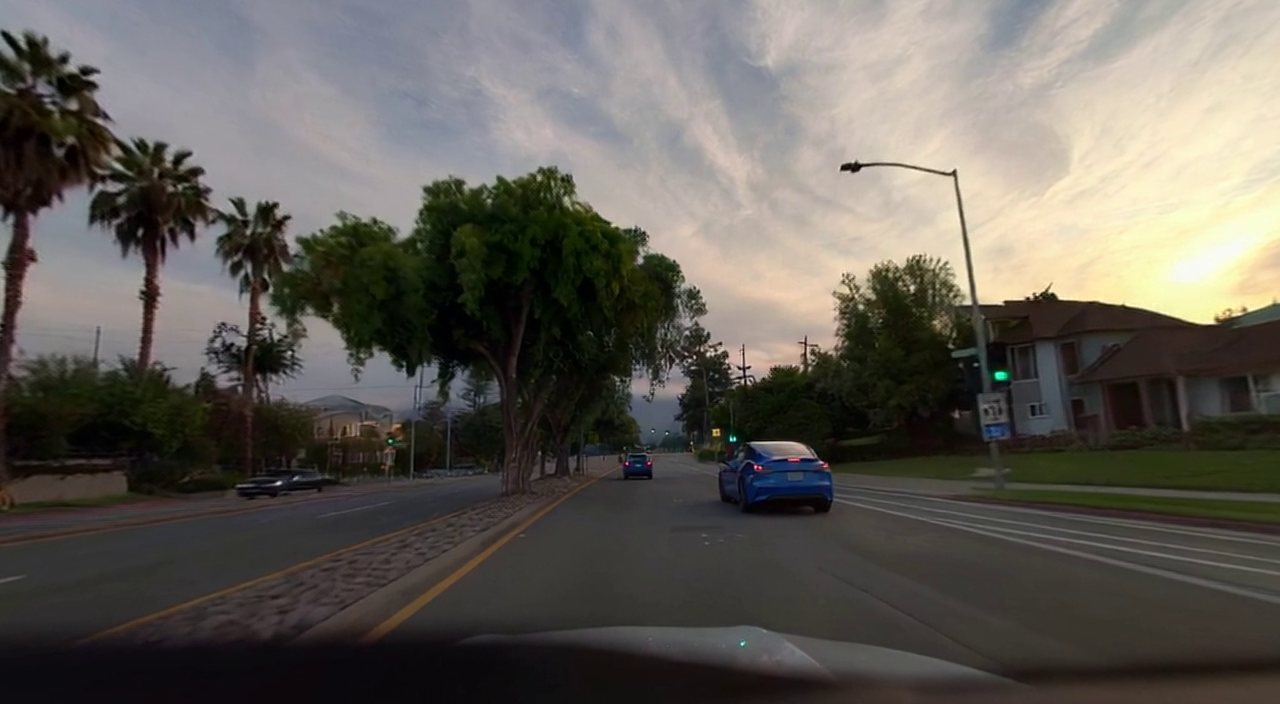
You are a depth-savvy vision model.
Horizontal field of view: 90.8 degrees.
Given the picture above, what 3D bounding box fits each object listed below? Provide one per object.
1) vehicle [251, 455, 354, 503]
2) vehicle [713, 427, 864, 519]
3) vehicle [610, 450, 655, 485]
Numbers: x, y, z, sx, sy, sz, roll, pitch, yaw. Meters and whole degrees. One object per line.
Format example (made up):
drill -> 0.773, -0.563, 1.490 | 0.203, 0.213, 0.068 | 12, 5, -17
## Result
vehicle -> -17.578, 6.594, 33.311 | 2.449, 2.016, 5.383 | -4, -9, 1
vehicle -> 3.282, 2.815, 15.287 | 2.205, 1.803, 5.135 | 0, -8, -2
vehicle -> -0.462, 6.294, 34.739 | 2.341, 1.709, 4.466 | 0, -9, -2
